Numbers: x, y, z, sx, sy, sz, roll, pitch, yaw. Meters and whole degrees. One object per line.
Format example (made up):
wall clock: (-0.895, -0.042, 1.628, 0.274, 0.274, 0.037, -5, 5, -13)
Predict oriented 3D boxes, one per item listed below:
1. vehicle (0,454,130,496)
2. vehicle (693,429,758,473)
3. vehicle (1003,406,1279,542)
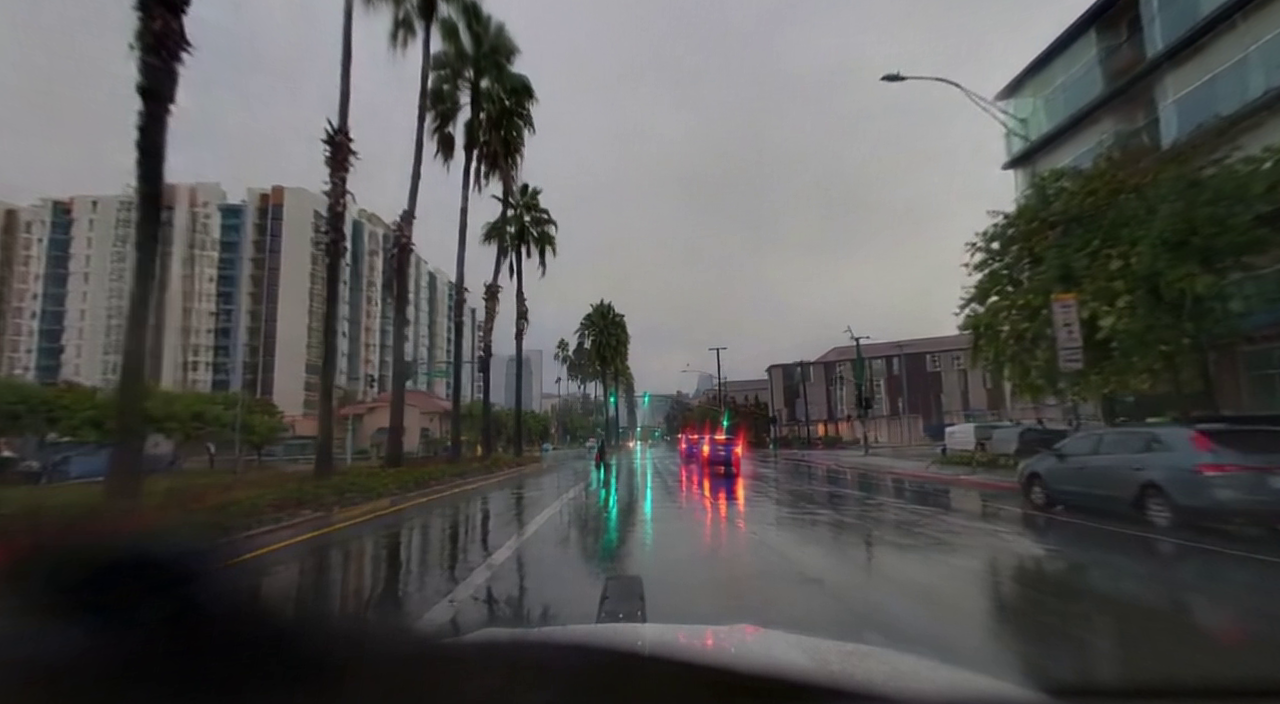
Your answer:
vehicle: (-23.534, 4.913, 25.645, 1.860, 1.485, 4.833, 0, -8, -3)
vehicle: (3.610, 4.312, 27.624, 2.060, 1.756, 4.770, 0, -8, -1)
vehicle: (8.685, 1.924, 10.608, 2.192, 1.725, 4.920, 0, -8, -1)
